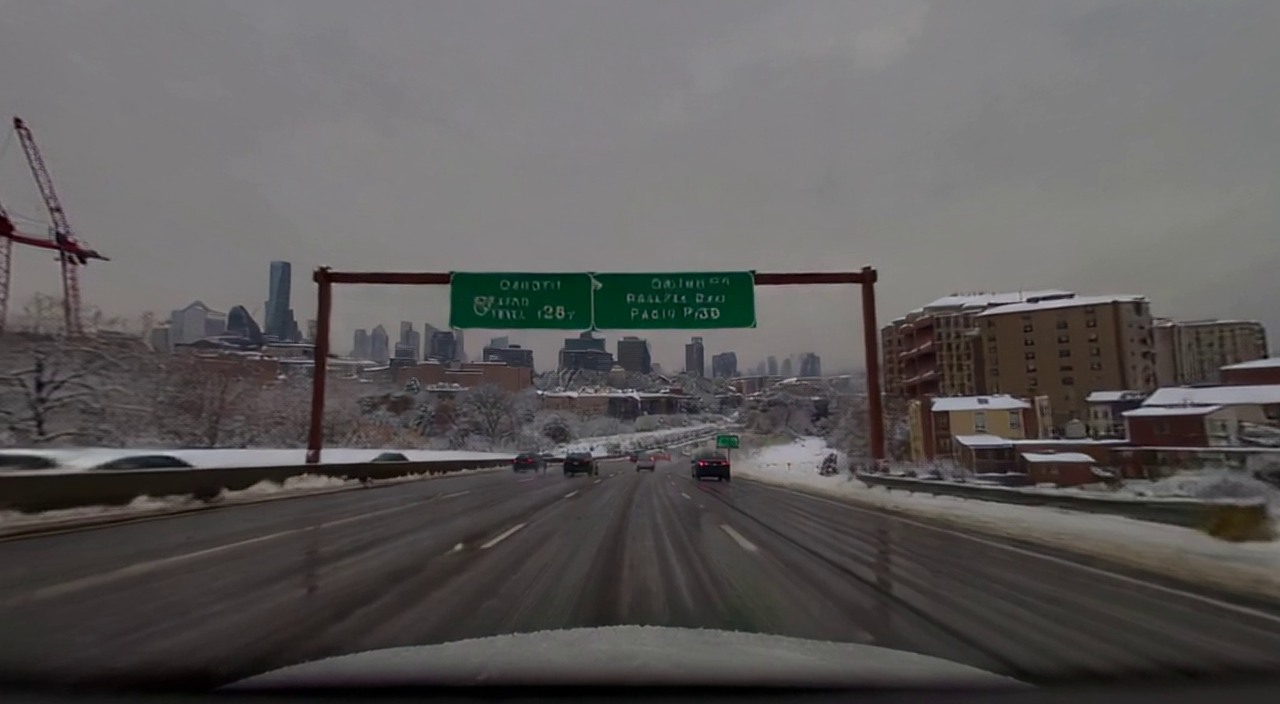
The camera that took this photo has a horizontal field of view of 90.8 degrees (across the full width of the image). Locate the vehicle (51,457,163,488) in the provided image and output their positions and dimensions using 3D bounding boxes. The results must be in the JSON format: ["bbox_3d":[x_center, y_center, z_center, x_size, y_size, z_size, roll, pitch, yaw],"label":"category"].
[{"bbox_3d":[-27.121,6.143,32.373,1.798,1.446,4.409,0,-9,1],"label":"vehicle"}]

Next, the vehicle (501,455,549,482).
[{"bbox_3d":[-6.816,6.965,37.963,1.951,1.528,4.209,0,-9,2],"label":"vehicle"}]

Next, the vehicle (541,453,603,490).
[{"bbox_3d":[-2.930,5.315,28.403,2.136,1.512,4.488,0,-9,2],"label":"vehicle"}]

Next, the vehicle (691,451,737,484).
[{"bbox_3d":[3.844,6.113,33.599,1.978,1.602,4.092,0,-9,1],"label":"vehicle"}]
